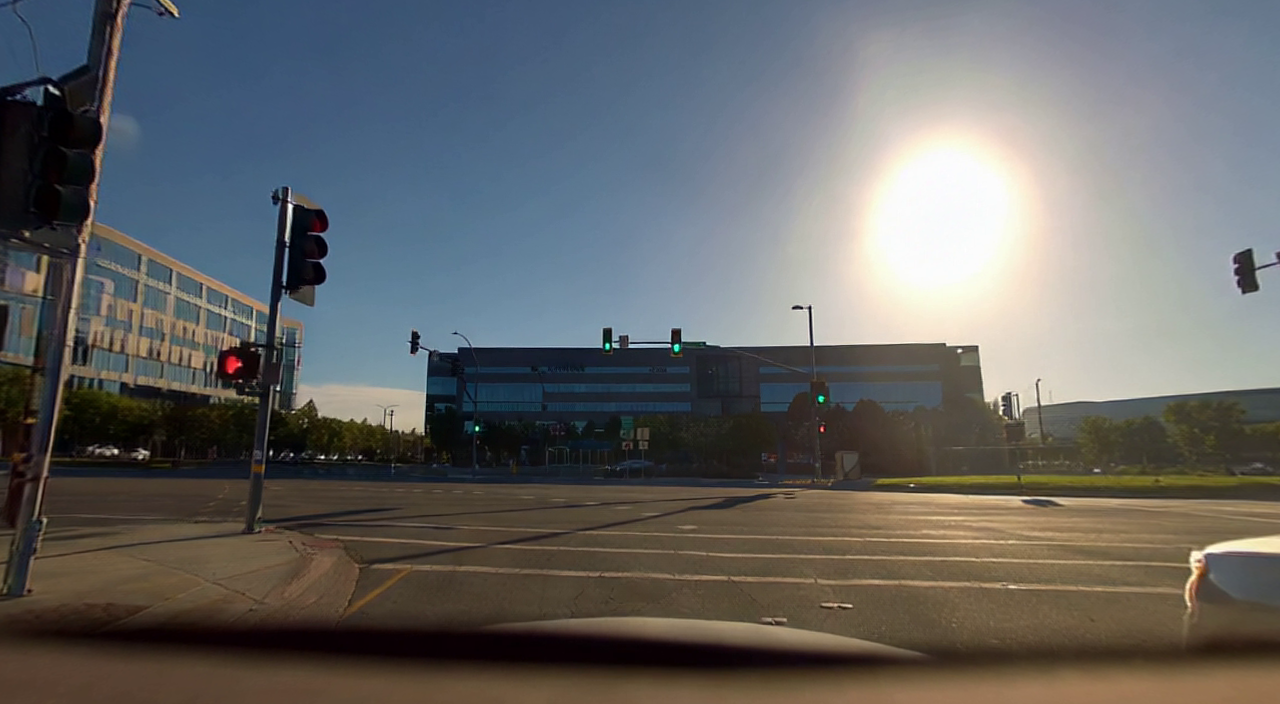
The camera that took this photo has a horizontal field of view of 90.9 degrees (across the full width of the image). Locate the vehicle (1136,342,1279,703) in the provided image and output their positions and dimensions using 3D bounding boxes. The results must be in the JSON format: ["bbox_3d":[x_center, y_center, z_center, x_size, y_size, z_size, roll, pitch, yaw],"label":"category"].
[{"bbox_3d":[3.052,0.560,0.503,1.938,1.648,4.211,-1,-8,2],"label":"vehicle"}]
